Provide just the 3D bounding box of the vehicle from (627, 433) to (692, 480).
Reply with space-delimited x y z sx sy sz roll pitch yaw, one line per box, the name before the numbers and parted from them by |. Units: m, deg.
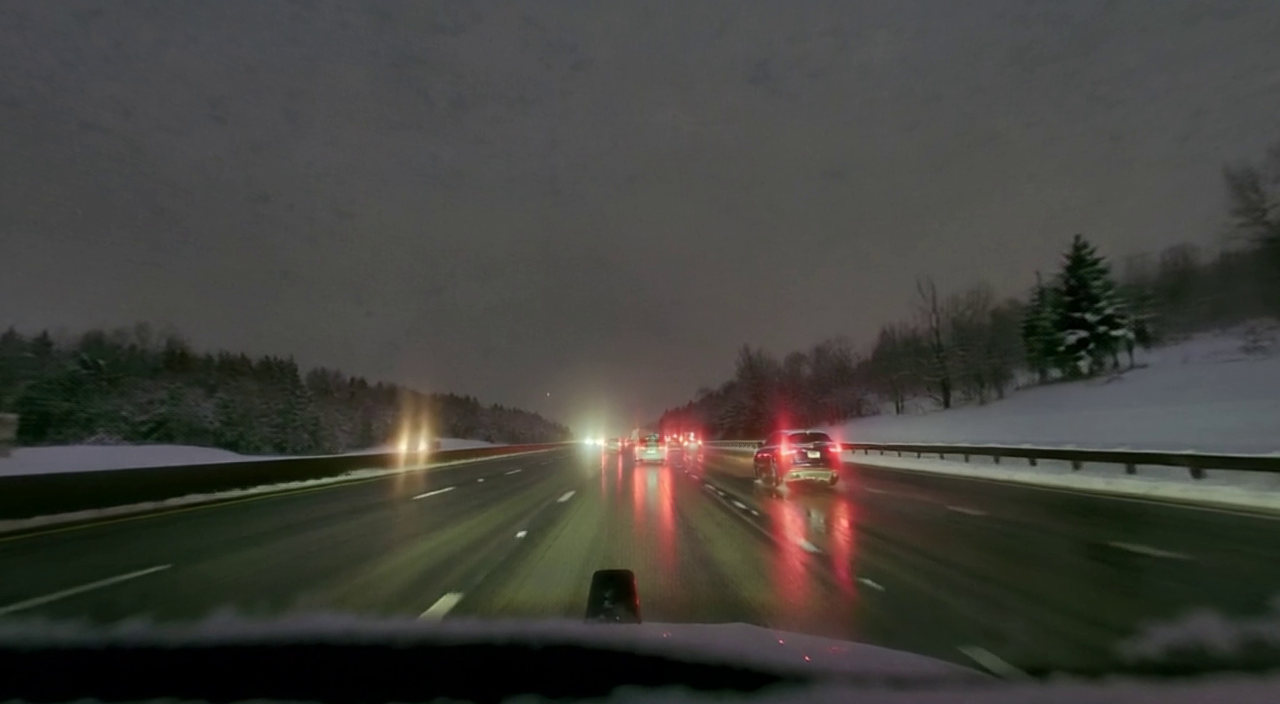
vehicle | 0.576 3.599 22.018 2.046 1.467 3.844 0 -8 -2
